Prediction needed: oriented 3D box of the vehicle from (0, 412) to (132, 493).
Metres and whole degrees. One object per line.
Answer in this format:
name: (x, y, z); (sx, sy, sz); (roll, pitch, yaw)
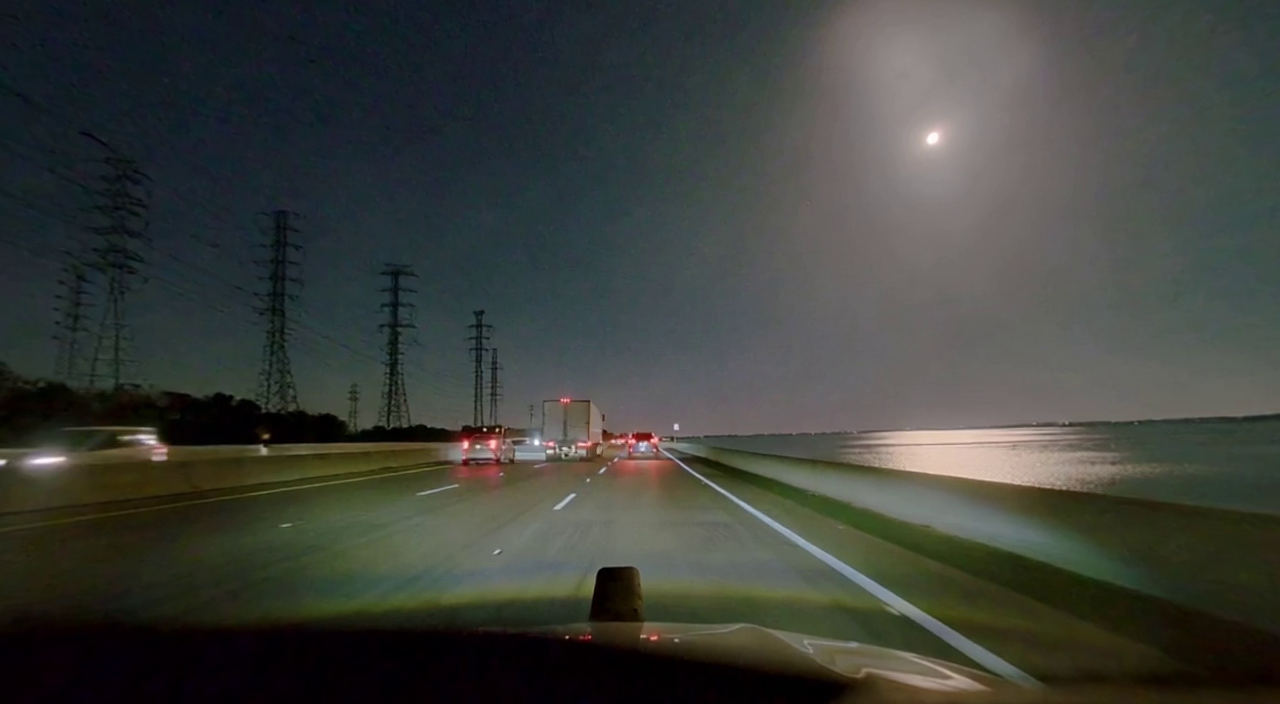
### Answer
vehicle: (-15.679, 2.477, 15.649); (2.059, 1.820, 4.860); (0, -8, 0)

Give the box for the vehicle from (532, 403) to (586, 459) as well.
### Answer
vehicle: (-3.733, 3.695, 29.499); (2.178, 2.522, 2.054); (0, -8, 1)

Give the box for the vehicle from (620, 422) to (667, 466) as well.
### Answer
vehicle: (0.172, 4.950, 33.890); (2.358, 2.144, 4.713); (0, -8, 0)

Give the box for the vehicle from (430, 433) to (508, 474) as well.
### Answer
vehicle: (-7.023, 4.214, 26.461); (2.004, 1.545, 4.513); (0, -8, 0)
